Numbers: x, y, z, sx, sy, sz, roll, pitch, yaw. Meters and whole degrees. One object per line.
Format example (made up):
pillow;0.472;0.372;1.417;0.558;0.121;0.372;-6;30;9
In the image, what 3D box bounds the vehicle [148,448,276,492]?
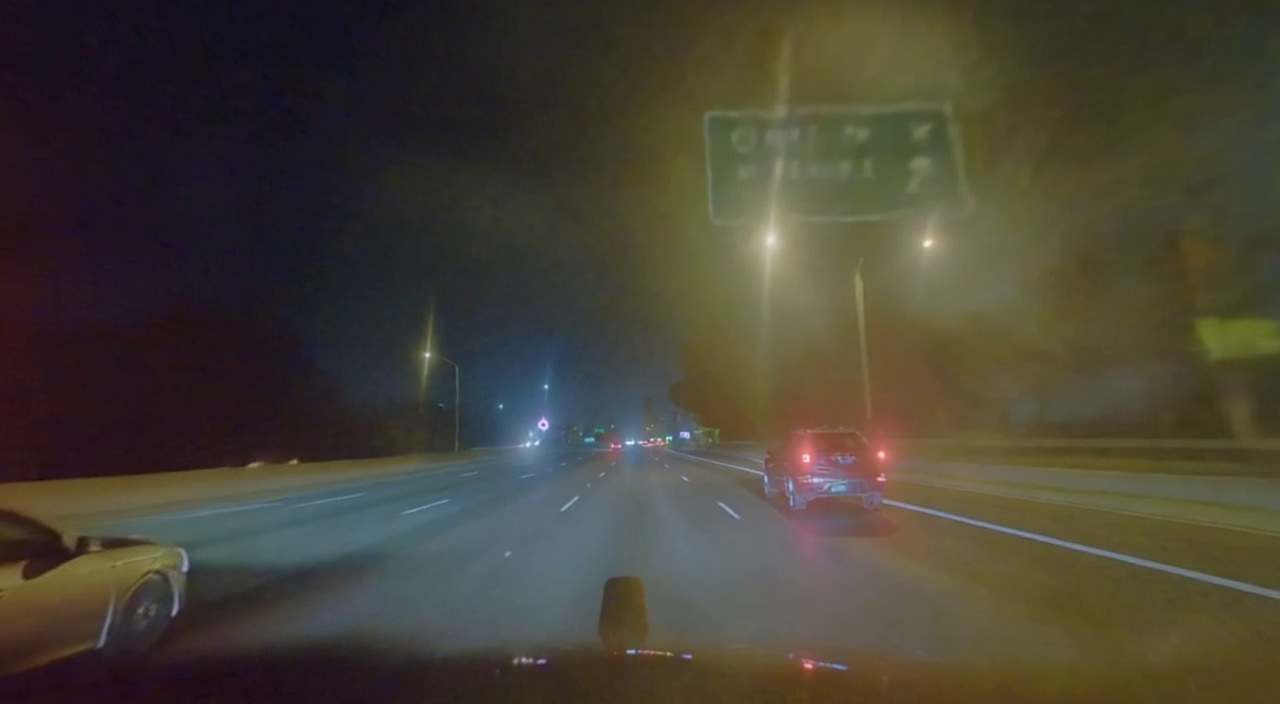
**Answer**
vehicle;-16.321;4.484;24.345;1.854;1.472;4.283;-1;-8;1
